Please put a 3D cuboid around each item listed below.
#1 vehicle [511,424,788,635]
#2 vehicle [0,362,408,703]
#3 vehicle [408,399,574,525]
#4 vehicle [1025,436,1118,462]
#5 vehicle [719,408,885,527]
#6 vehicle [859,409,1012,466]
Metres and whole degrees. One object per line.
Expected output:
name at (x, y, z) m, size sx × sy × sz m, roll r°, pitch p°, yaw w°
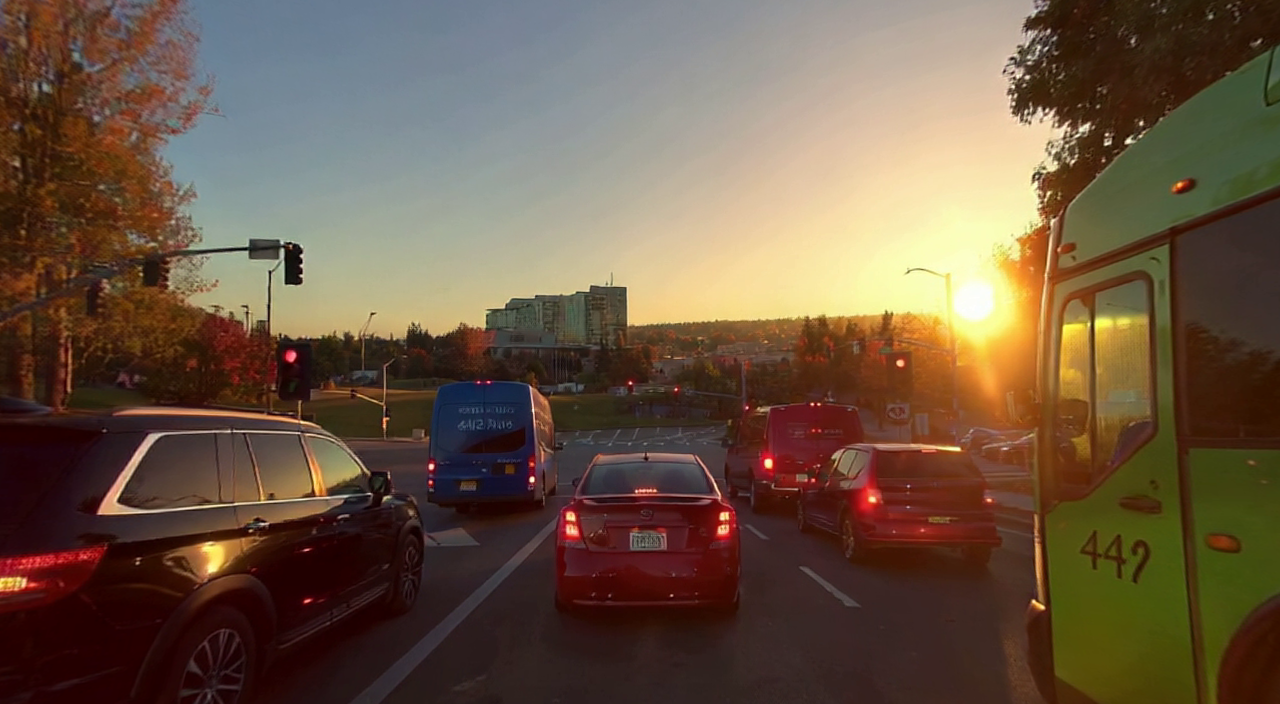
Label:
vehicle at (0.060, 1.546, 6.411) m, size 1.976 × 1.485 × 3.624 m, roll 0°, pitch -8°, yaw 0°
vehicle at (-3.407, 1.180, 4.621) m, size 1.921 × 1.701 × 3.989 m, roll 0°, pitch -8°, yaw -1°
vehicle at (-2.941, 2.351, 13.951) m, size 2.335 × 2.221 × 5.165 m, roll 0°, pitch -8°, yaw 1°
vehicle at (25.886, 5.823, 37.990) m, size 4.229 × 1.489 × 1.794 m, roll 0°, pitch -8°, yaw -1°
vehicle at (3.137, 2.402, 13.664) m, size 2.143 × 2.036 × 5.367 m, roll 0°, pitch -8°, yaw 0°
vehicle at (17.579, 5.139, 37.918) m, size 7.839 × 3.213 × 2.628 m, roll 0°, pitch -8°, yaw -3°
